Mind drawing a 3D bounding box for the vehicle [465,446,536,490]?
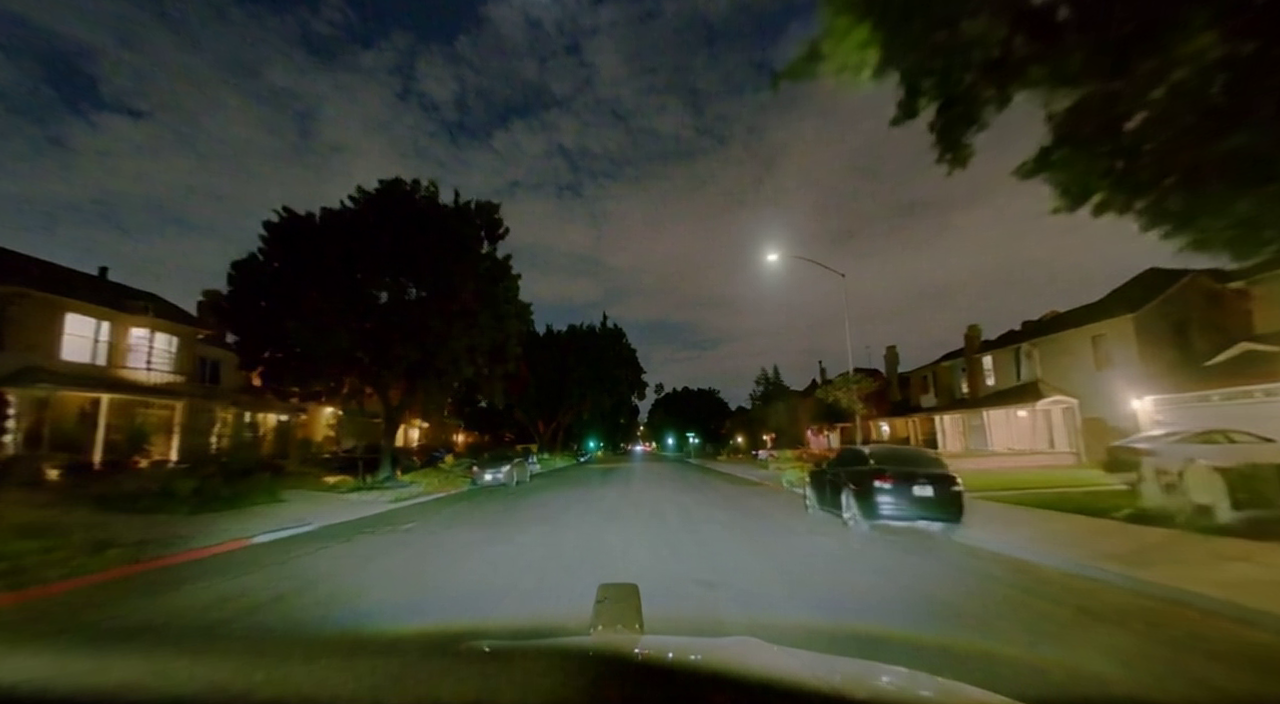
[{"bbox_3d":[-5.713,4.786,26.428,1.944,1.621,4.187,-1,-9,1],"label":"vehicle"}]

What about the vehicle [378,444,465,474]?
[{"bbox_3d":[-12.215,5.981,35.444,4.135,1.567,1.944,0,-9,2],"label":"vehicle"}]

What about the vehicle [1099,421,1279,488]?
[{"bbox_3d":[14.574,2.564,15.857,4.584,1.525,2.018,-5,-10,28],"label":"vehicle"}]

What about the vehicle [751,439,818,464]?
[{"bbox_3d":[11.269,7.772,49.428,4.626,1.880,1.980,1,-9,-9],"label":"vehicle"}]

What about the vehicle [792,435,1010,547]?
[{"bbox_3d":[4.258,2.316,11.263,1.996,1.585,4.371,0,-9,0],"label":"vehicle"}]
